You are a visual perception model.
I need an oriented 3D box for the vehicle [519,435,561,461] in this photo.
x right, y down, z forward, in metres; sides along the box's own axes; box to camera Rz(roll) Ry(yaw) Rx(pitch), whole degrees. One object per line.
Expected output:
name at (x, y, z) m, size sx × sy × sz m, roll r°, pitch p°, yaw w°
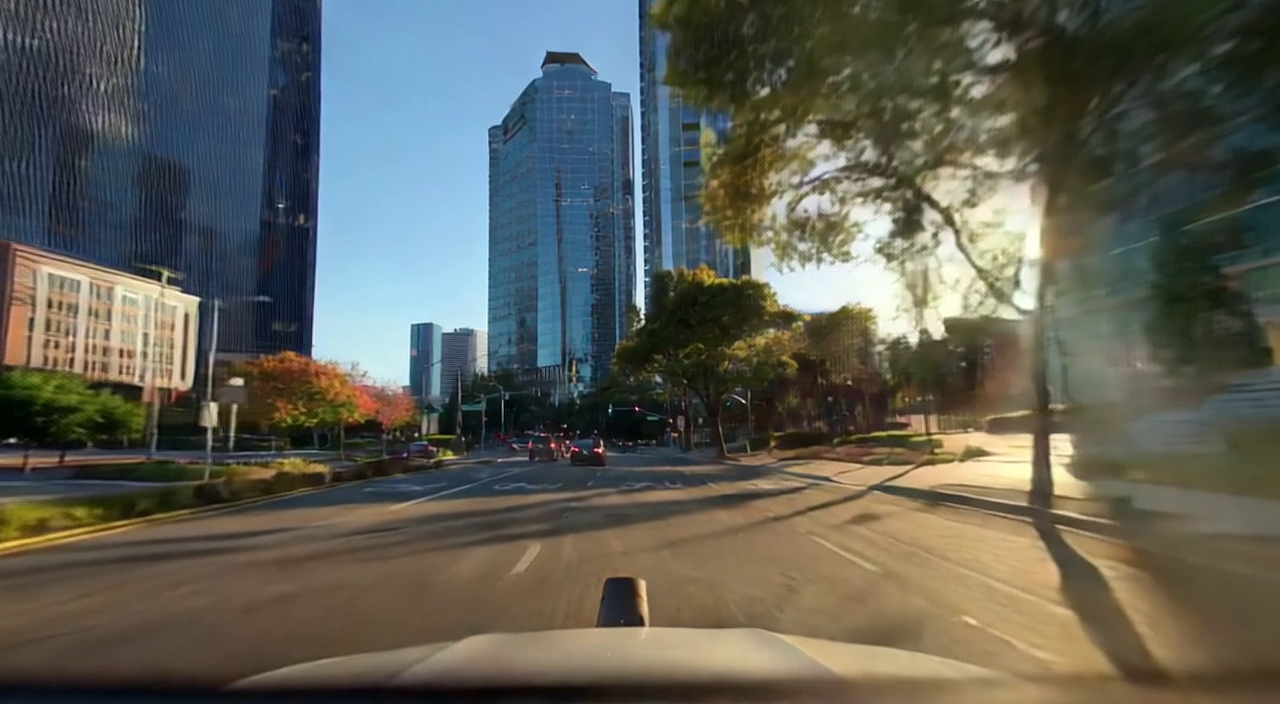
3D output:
vehicle at (-7.410, 7.235, 47.260) m, size 2.204 × 1.844 × 4.766 m, roll 0°, pitch -9°, yaw 2°
